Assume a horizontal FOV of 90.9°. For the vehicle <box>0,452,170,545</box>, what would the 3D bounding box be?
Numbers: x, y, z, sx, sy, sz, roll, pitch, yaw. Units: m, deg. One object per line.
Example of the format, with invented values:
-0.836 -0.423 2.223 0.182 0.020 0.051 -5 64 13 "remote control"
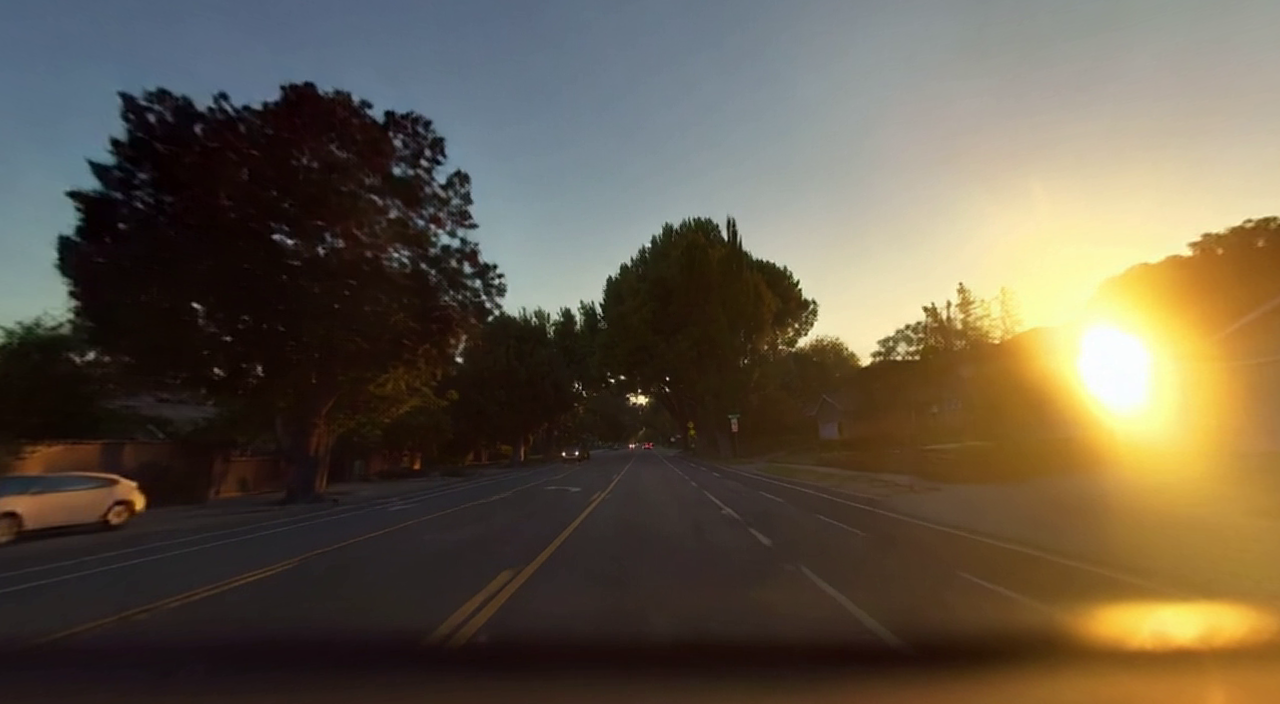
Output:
-12.616 3.011 13.199 1.921 1.611 4.713 -3 -8 0 "vehicle"
